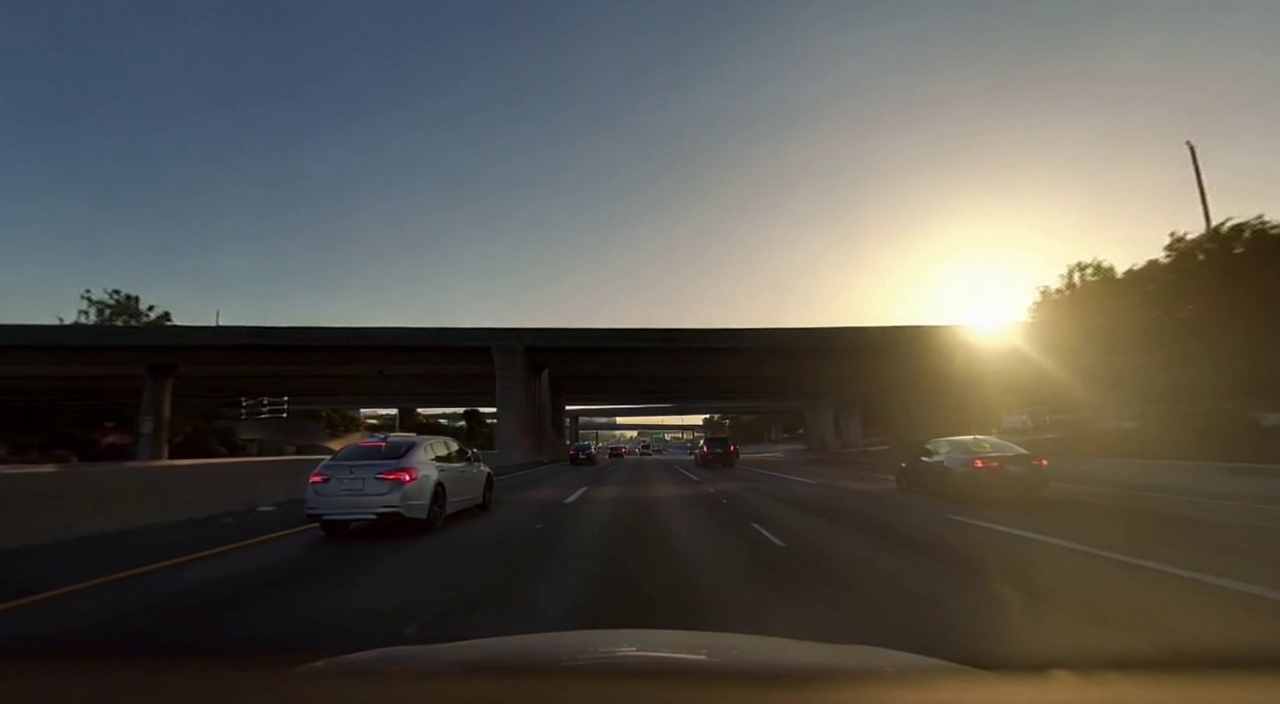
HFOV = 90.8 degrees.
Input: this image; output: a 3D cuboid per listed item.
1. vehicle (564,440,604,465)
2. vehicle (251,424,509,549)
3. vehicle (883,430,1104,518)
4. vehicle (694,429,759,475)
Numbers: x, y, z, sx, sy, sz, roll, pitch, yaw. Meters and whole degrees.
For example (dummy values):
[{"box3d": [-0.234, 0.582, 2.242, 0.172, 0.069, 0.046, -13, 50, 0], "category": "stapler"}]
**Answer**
[{"box3d": [-3.529, 6.456, 40.633, 2.047, 1.464, 4.387, 0, -8, 1], "category": "vehicle"}, {"box3d": [-3.614, 1.965, 9.960, 1.997, 1.476, 4.703, 0, -8, 1], "category": "vehicle"}, {"box3d": [6.812, 2.389, 12.866, 1.989, 1.472, 4.322, 0, -8, 0], "category": "vehicle"}, {"box3d": [3.536, 4.195, 26.615, 2.072, 1.761, 4.242, 0, -8, 0], "category": "vehicle"}]
